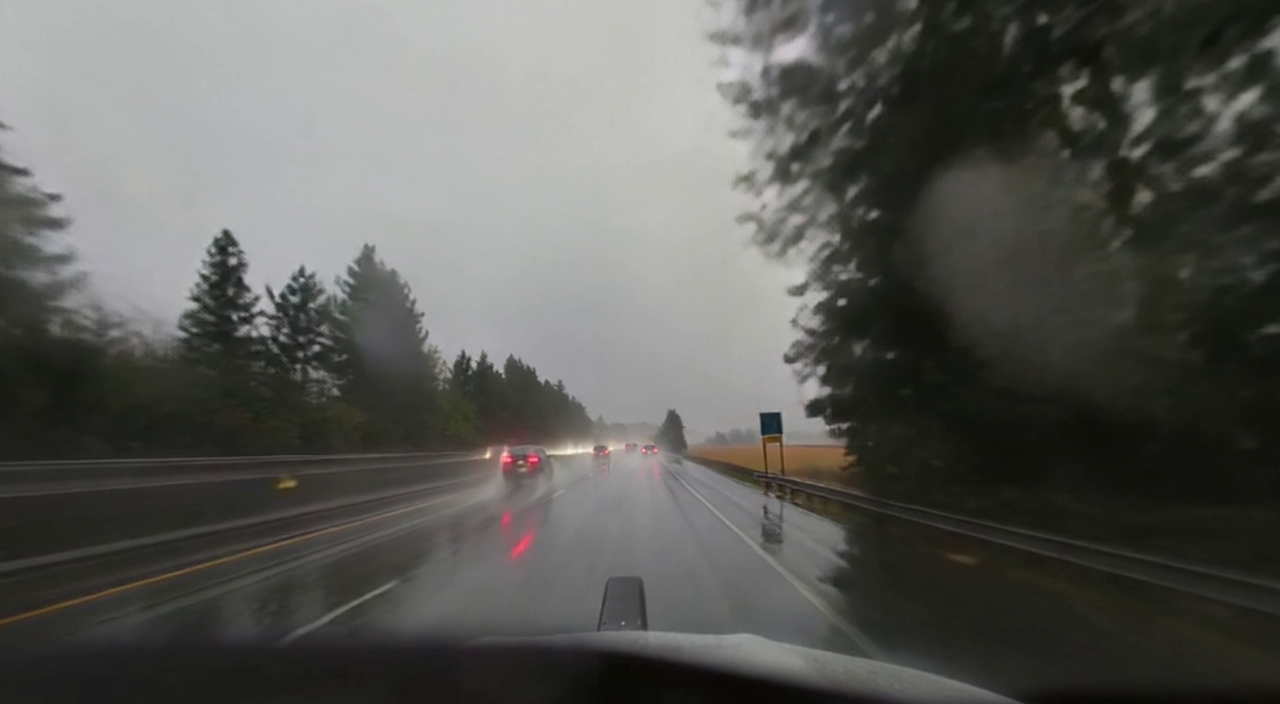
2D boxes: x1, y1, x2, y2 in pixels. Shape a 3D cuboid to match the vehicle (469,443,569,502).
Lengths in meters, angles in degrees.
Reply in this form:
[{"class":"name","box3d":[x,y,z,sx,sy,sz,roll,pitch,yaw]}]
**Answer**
[{"class":"vehicle","box3d":[-3.296,3.380,18.056,1.970,1.483,4.097,0,-9,1]}]
